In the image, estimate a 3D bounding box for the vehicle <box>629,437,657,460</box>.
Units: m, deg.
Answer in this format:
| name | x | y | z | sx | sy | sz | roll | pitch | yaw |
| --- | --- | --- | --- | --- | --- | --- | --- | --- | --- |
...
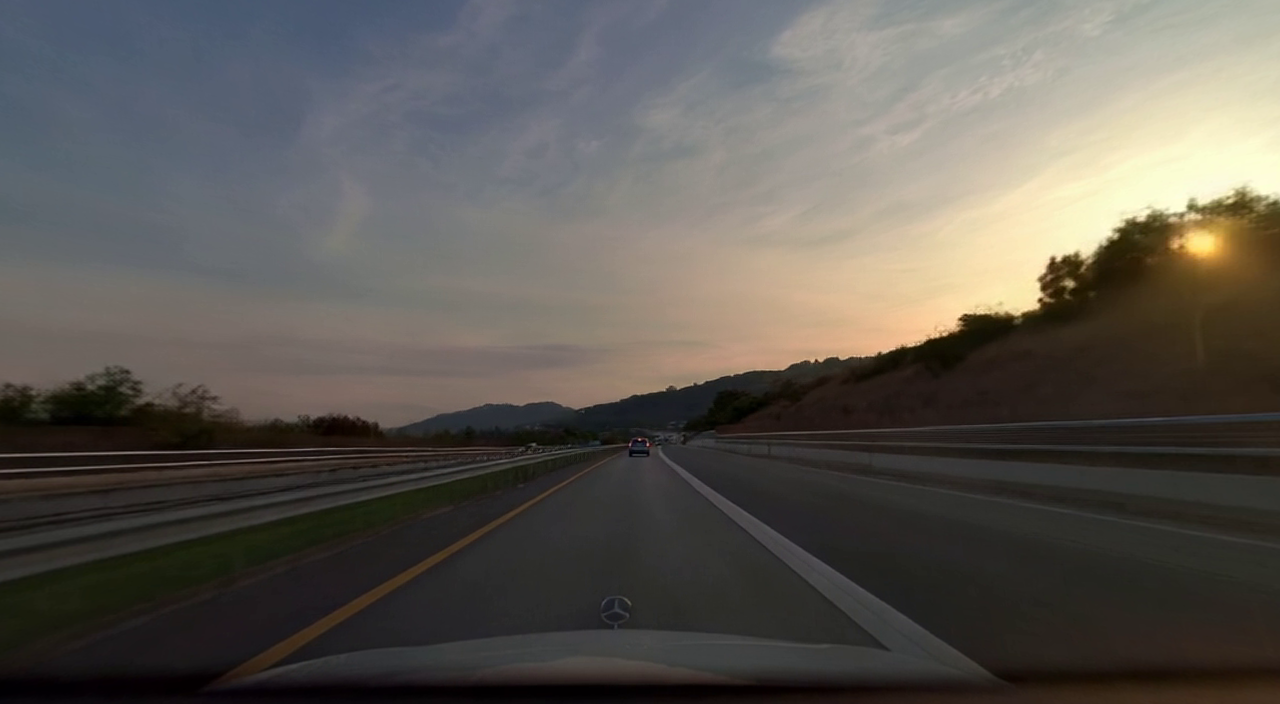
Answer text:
| name | x | y | z | sx | sy | sz | roll | pitch | yaw |
| --- | --- | --- | --- | --- | --- | --- | --- | --- | --- |
| vehicle | 0.213 | 7.418 | 48.487 | 2.059 | 1.696 | 4.165 | 0 | -8 | -1 |
